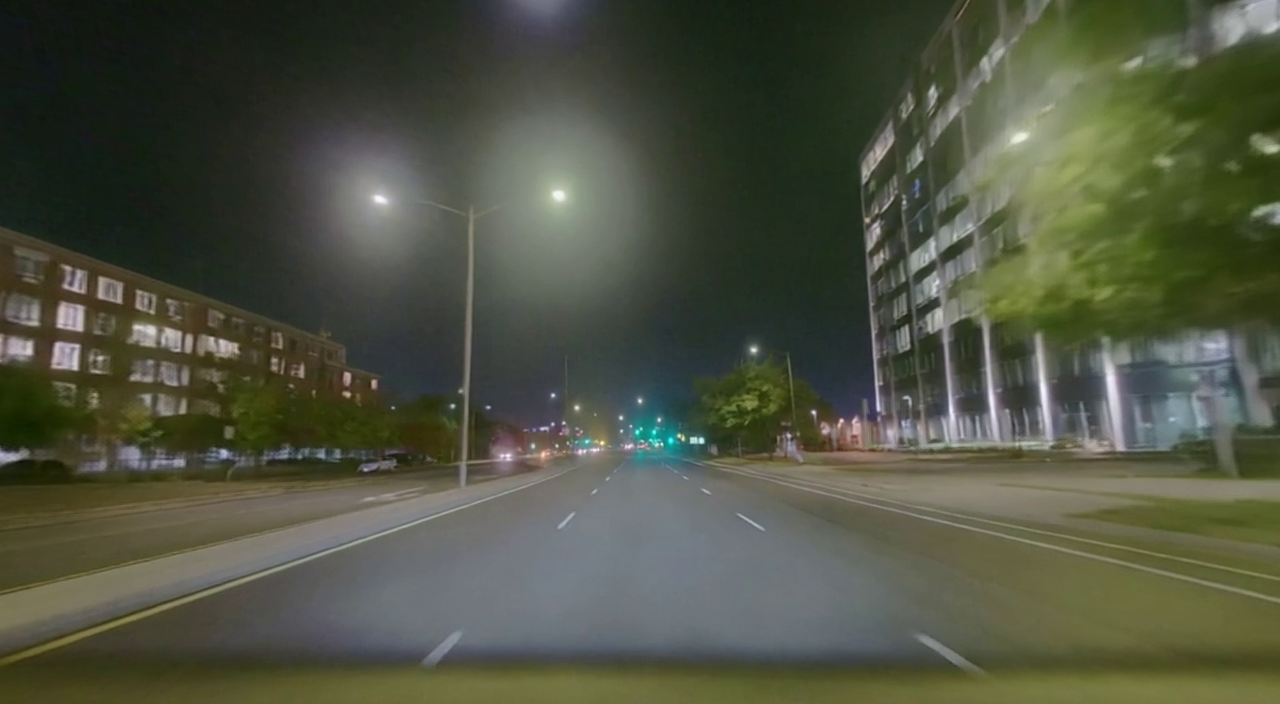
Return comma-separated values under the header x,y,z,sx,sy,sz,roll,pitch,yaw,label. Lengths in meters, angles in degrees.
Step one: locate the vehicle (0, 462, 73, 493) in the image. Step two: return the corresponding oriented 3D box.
x,y,z,sx,sy,sz,roll,pitch,yaw,label
-31.979,6.406,32.280,1.947,1.444,4.313,-1,-9,1,vehicle
